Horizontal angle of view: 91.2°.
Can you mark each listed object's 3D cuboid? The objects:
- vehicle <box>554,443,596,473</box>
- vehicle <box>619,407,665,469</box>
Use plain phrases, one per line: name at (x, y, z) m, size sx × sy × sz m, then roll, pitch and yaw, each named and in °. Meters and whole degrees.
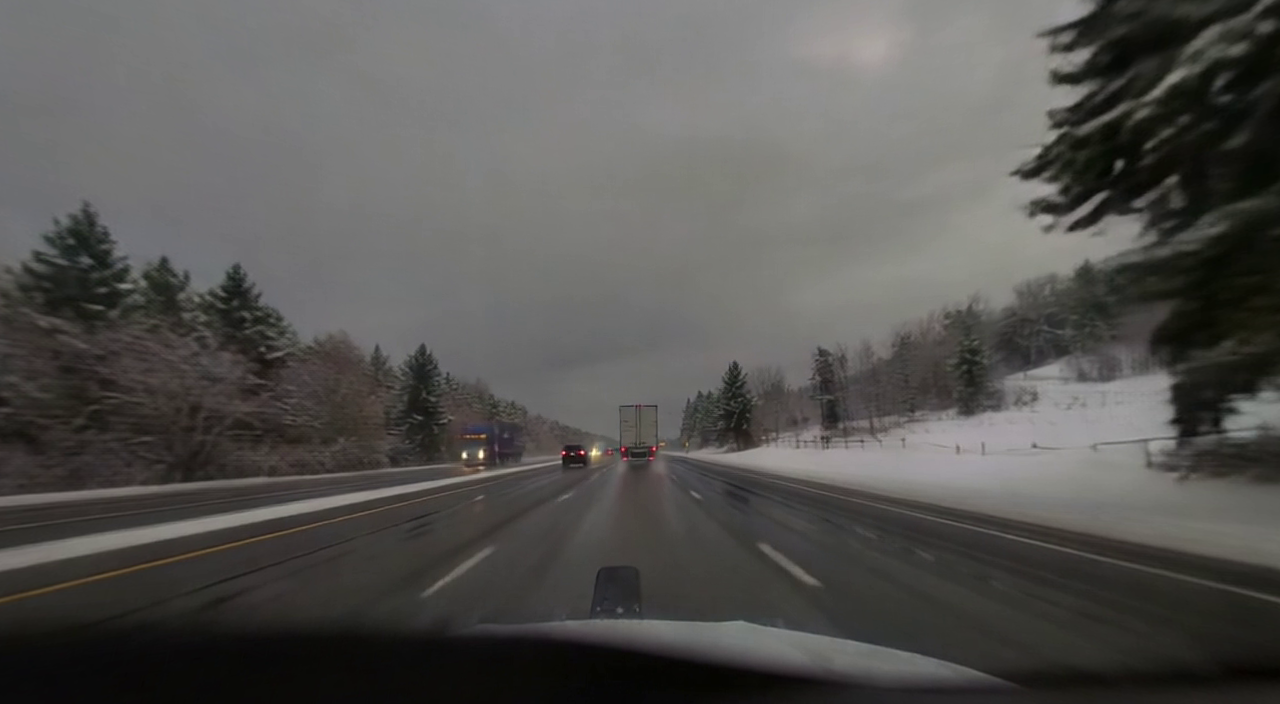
vehicle at (-3.747, 6.207, 36.821) m, size 2.112 × 1.645 × 4.129 m, roll 0°, pitch -9°, yaw -1°
vehicle at (0.031, 6.581, 47.308) m, size 3.100 × 4.091 × 10.664 m, roll 0°, pitch -9°, yaw -1°
